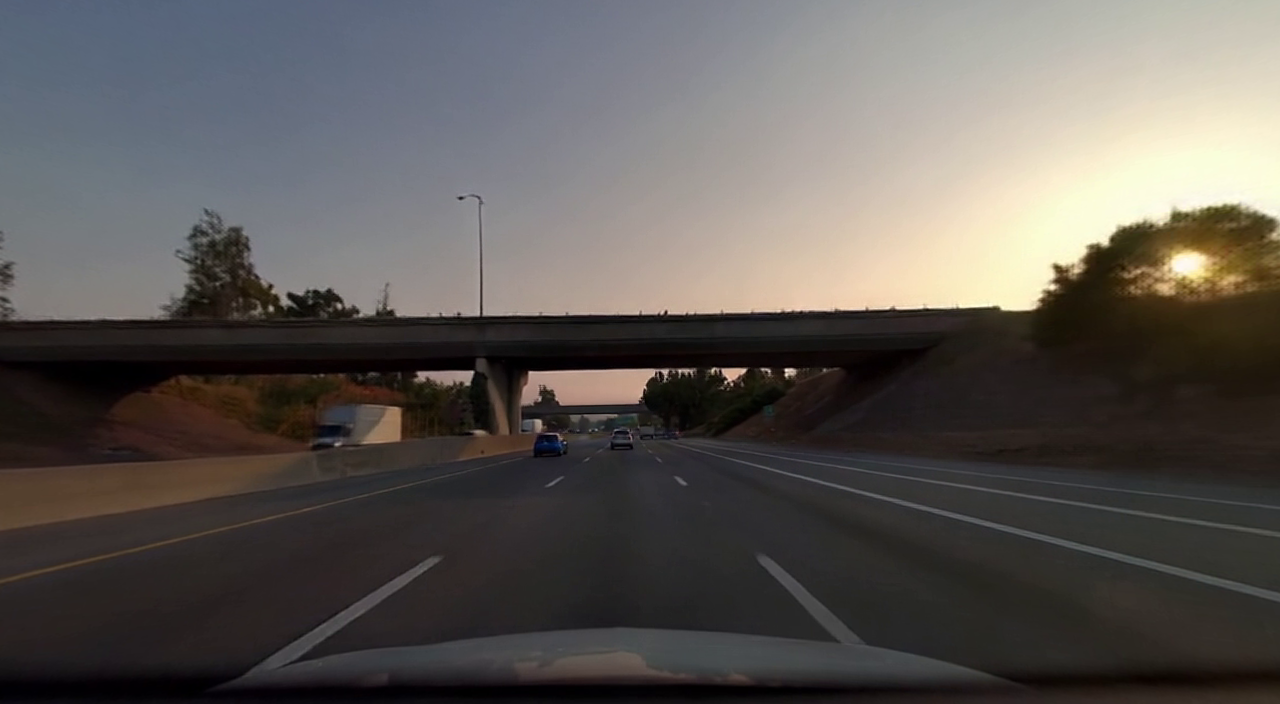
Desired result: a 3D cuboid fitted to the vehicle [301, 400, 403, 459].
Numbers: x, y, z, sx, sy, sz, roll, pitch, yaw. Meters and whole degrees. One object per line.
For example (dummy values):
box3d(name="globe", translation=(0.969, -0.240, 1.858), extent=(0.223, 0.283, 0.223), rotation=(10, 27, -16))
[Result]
box3d(name="vehicle", translation=(-20.831, 5.761, 46.322), extent=(2.968, 3.835, 9.465), rotation=(0, -8, 0))

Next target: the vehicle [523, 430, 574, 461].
box3d(name="vehicle", translation=(-4.804, 4.949, 33.561), extent=(2.017, 1.537, 4.496), rotation=(0, -8, 0))

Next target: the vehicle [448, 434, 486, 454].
box3d(name="vehicle", translation=(-13.349, 7.128, 48.685), extent=(1.875, 1.479, 3.819), rotation=(0, -8, 1))

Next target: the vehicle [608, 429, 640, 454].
box3d(name="vehicle", translation=(-1.073, 6.179, 43.680), extent=(2.116, 1.625, 4.004), rotation=(0, -8, 0))
